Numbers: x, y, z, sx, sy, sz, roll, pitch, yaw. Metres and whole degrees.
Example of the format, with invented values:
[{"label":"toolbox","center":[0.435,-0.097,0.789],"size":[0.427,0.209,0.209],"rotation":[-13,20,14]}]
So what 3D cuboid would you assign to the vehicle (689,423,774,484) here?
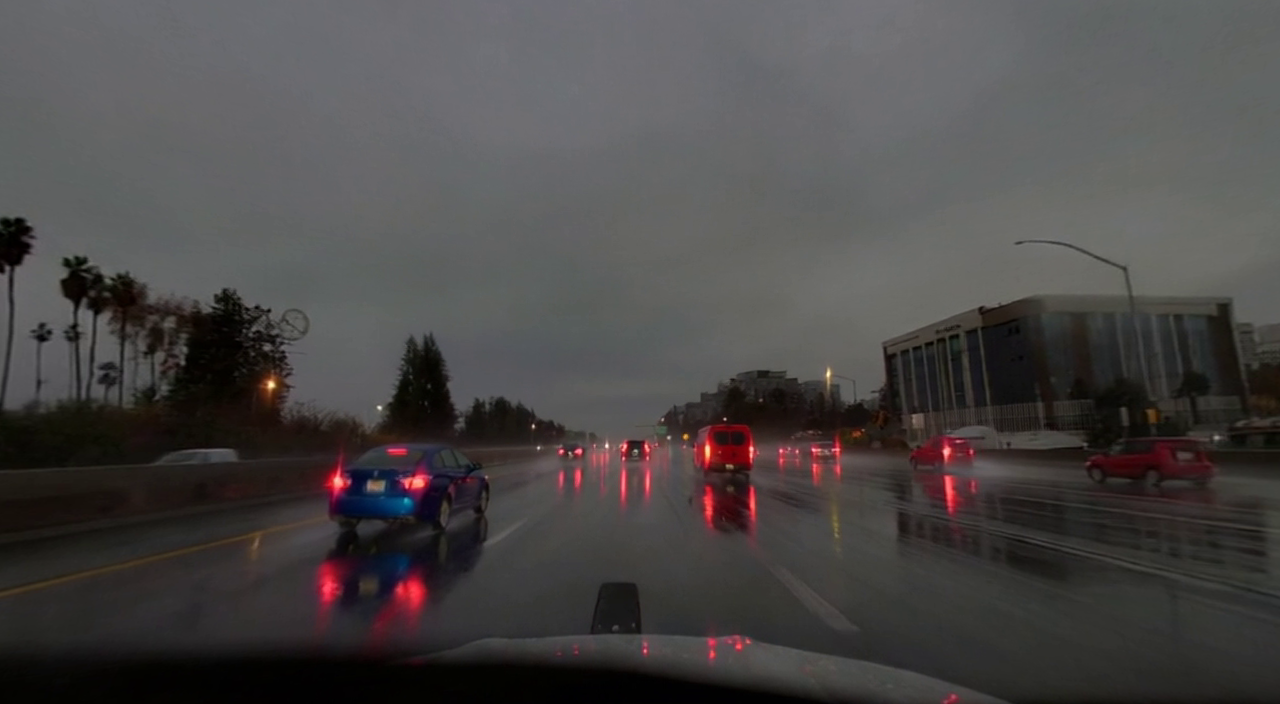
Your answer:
[{"label":"vehicle","center":[3.381,3.926,24.669],"size":[2.250,2.074,5.723],"rotation":[0,-9,-2]}]

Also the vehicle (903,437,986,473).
[{"label":"vehicle","center":[15.749,5.357,33.010],"size":[2.010,1.721,4.871],"rotation":[0,-9,2]}]

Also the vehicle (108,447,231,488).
[{"label":"vehicle","center":[-20.897,5.126,28.345],"size":[1.990,1.679,4.512],"rotation":[0,-9,0]}]

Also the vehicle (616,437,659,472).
[{"label":"vehicle","center":[-0.145,5.602,34.679],"size":[2.212,1.786,4.198],"rotation":[0,-9,-1]}]

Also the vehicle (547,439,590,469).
[{"label":"vehicle","center":[-4.438,6.408,39.883],"size":[2.109,1.793,4.613],"rotation":[0,-9,0]}]

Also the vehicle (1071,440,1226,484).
[{"label":"vehicle","center":[18.868,4.098,23.825],"size":[2.020,1.483,4.779],"rotation":[0,-9,2]}]

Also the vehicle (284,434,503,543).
[{"label":"vehicle","center":[-3.853,2.205,10.872],"size":[1.991,1.469,4.381],"rotation":[0,-9,0]}]
